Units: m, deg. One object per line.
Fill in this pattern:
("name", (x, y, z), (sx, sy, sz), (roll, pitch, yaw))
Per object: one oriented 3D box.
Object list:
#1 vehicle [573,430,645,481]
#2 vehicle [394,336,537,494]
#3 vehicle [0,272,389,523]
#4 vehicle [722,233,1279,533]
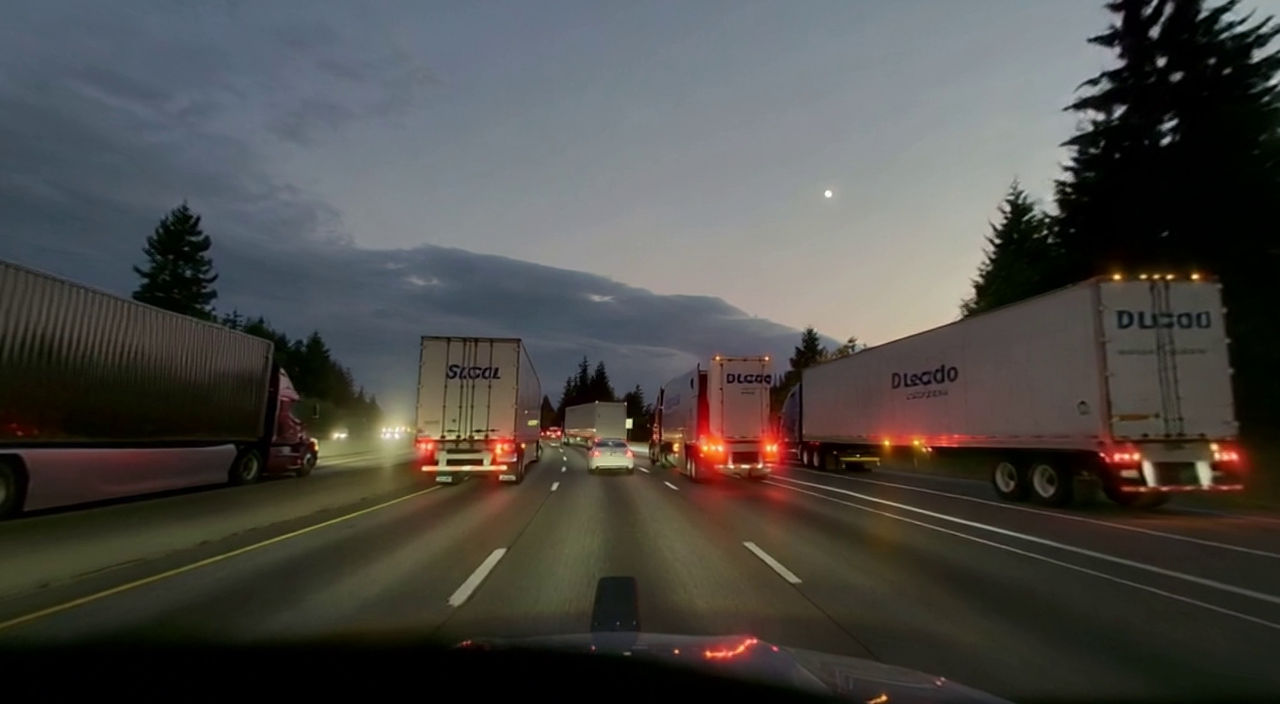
("vehicle", (-1.183, 3.474, 21.530), (2.060, 1.540, 4.374), (1, -8, -8))
("vehicle", (-4.909, 2.075, 19.637), (2.822, 3.788, 8.799), (1, -8, -6))
("vehicle", (-11.233, 1.252, 14.082), (2.867, 4.125, 14.026), (-2, -8, 12))
("vehicle", (7.070, 1.250, 14.965), (2.820, 4.084, 13.786), (4, -8, -27))
